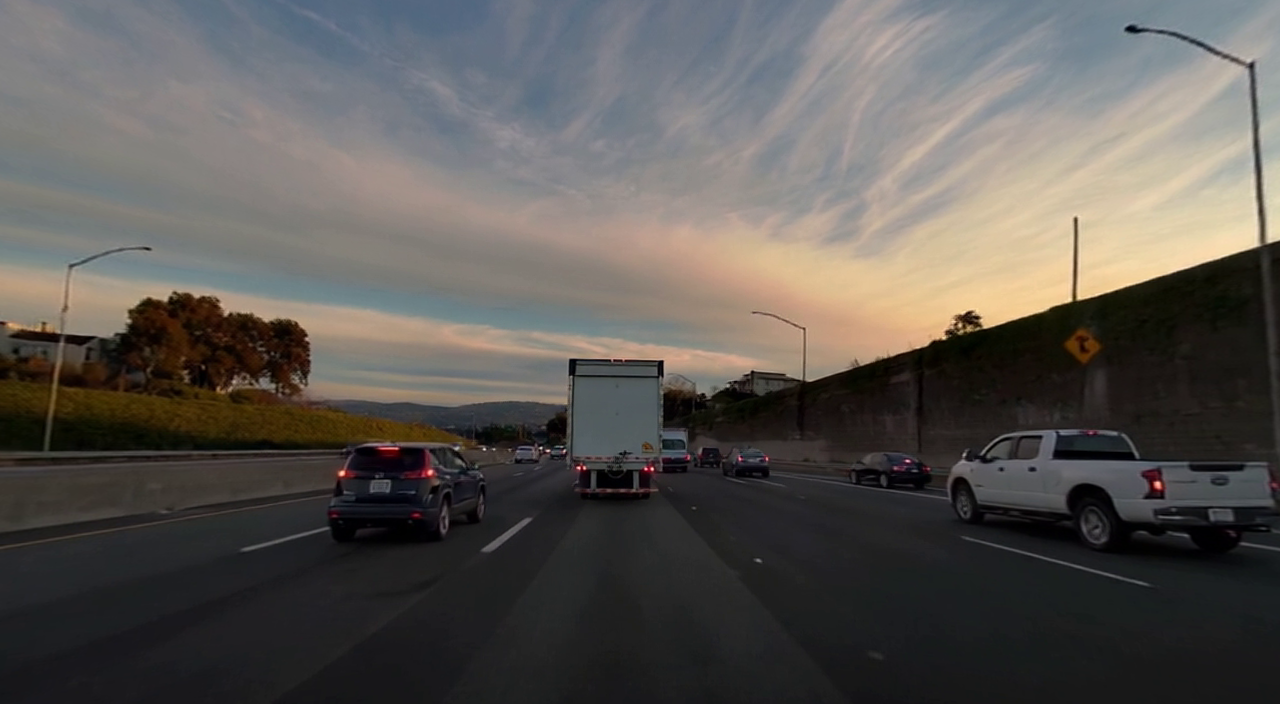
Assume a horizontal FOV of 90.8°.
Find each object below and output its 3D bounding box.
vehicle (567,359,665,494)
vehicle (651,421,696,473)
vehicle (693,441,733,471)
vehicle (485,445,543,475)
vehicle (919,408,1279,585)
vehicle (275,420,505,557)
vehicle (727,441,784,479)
[{"bbox_3d":[-0.756,3.018,24.304,2.906,4.040,10.743,0,-9,0],"label":"vehicle"},{"bbox_3d":[2.347,7.135,47.610,2.669,3.491,8.645,0,-9,-1],"label":"vehicle"},{"bbox_3d":[5.583,8.030,49.015,2.297,2.116,5.052,0,-9,-3],"label":"vehicle"},{"bbox_3d":[-6.700,5.786,34.154,1.973,1.471,4.779,-1,-9,3],"label":"vehicle"},{"bbox_3d":[6.234,1.813,8.860,2.188,1.731,5.031,0,-9,-2],"label":"vehicle"},{"bbox_3d":[-3.488,1.980,9.822,1.946,1.641,4.105,0,-9,-1],"label":"vehicle"},{"bbox_3d":[6.147,5.796,34.209,2.070,1.888,4.546,0,-9,-3],"label":"vehicle"}]
